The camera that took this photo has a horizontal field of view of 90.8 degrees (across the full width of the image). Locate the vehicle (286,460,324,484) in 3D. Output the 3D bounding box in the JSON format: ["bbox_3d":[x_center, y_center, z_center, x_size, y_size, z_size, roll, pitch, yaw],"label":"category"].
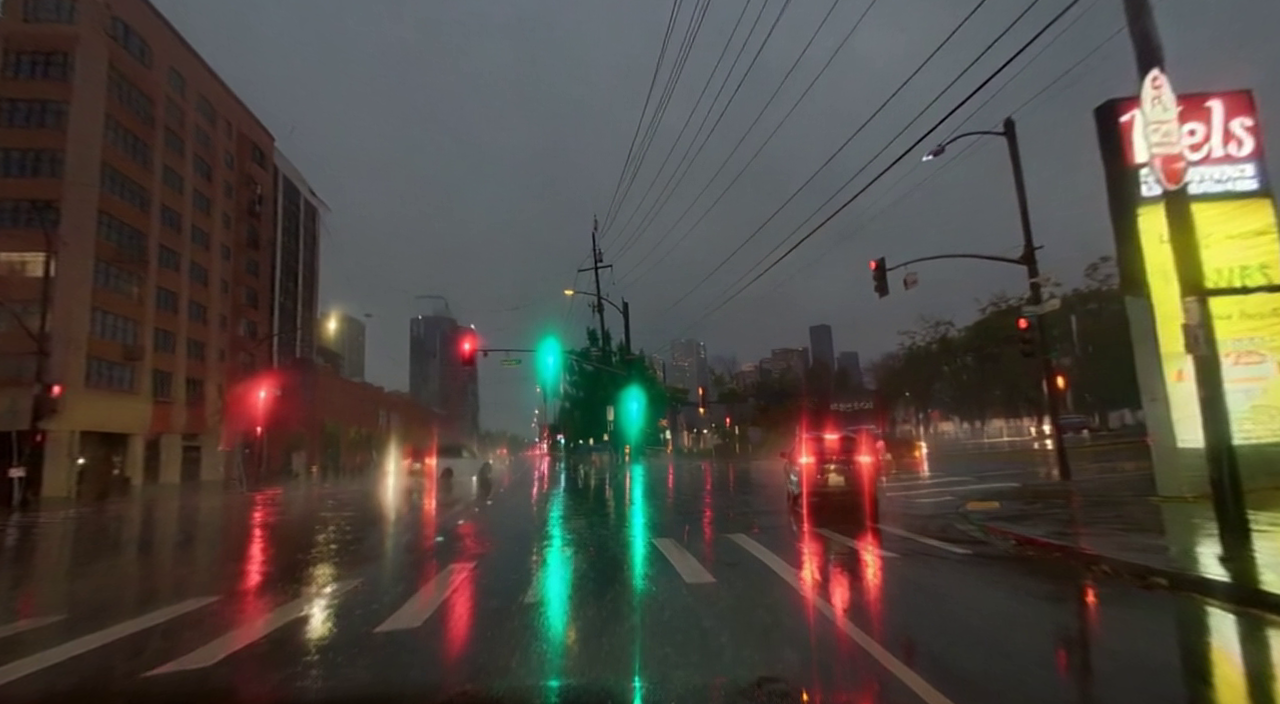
[{"bbox_3d":[-23.312,8.286,43.890,1.944,1.520,4.512,6,-11,-30],"label":"vehicle"}]

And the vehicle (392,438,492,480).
[{"bbox_3d":[-8.094,4.433,26.325,2.166,1.579,4.300,-2,-9,11],"label":"vehicle"}]

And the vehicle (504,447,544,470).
[{"bbox_3d":[-9.078,8.262,49.273,1.968,1.675,4.177,4,-10,-26],"label":"vehicle"}]

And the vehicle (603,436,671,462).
[{"bbox_3d":[-0.247,6.939,45.289,4.506,1.733,1.857,2,-9,-15],"label":"vehicle"}]

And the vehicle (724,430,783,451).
[{"bbox_3d":[7.795,6.134,43.625,1.866,1.430,3.901,5,-10,-31],"label":"vehicle"}]

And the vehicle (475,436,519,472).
[{"bbox_3d":[-7.603,5.418,33.843,2.105,1.761,4.292,1,-9,-10],"label":"vehicle"}]

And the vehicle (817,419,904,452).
[{"bbox_3d":[12.426,4.729,35.571,4.474,1.788,2.039,4,-10,-29],"label":"vehicle"}]
